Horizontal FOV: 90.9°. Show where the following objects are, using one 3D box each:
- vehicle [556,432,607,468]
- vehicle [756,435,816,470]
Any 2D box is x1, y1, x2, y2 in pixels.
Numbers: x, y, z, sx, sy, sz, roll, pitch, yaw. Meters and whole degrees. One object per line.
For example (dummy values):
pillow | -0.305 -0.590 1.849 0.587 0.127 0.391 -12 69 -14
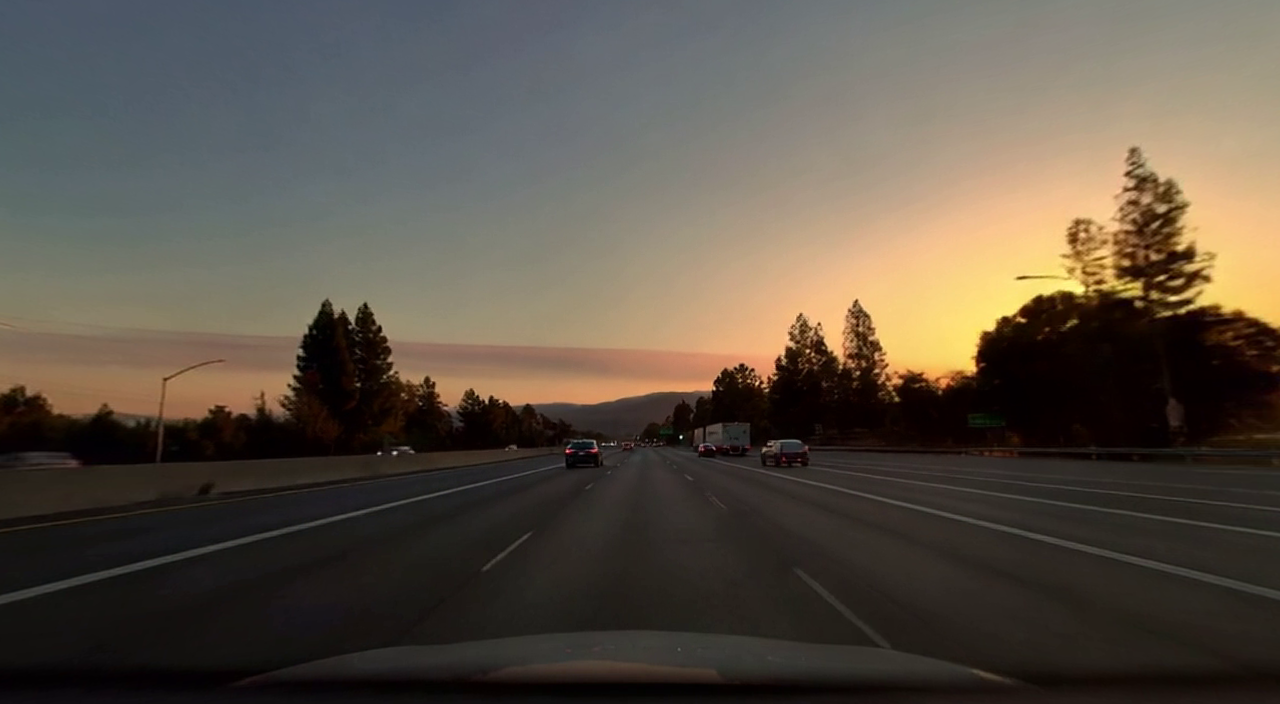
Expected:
vehicle | -3.307 5.698 36.835 2.453 1.952 5.320 0 -8 1
vehicle | 7.547 5.247 33.090 2.063 1.706 4.259 0 -8 -1
